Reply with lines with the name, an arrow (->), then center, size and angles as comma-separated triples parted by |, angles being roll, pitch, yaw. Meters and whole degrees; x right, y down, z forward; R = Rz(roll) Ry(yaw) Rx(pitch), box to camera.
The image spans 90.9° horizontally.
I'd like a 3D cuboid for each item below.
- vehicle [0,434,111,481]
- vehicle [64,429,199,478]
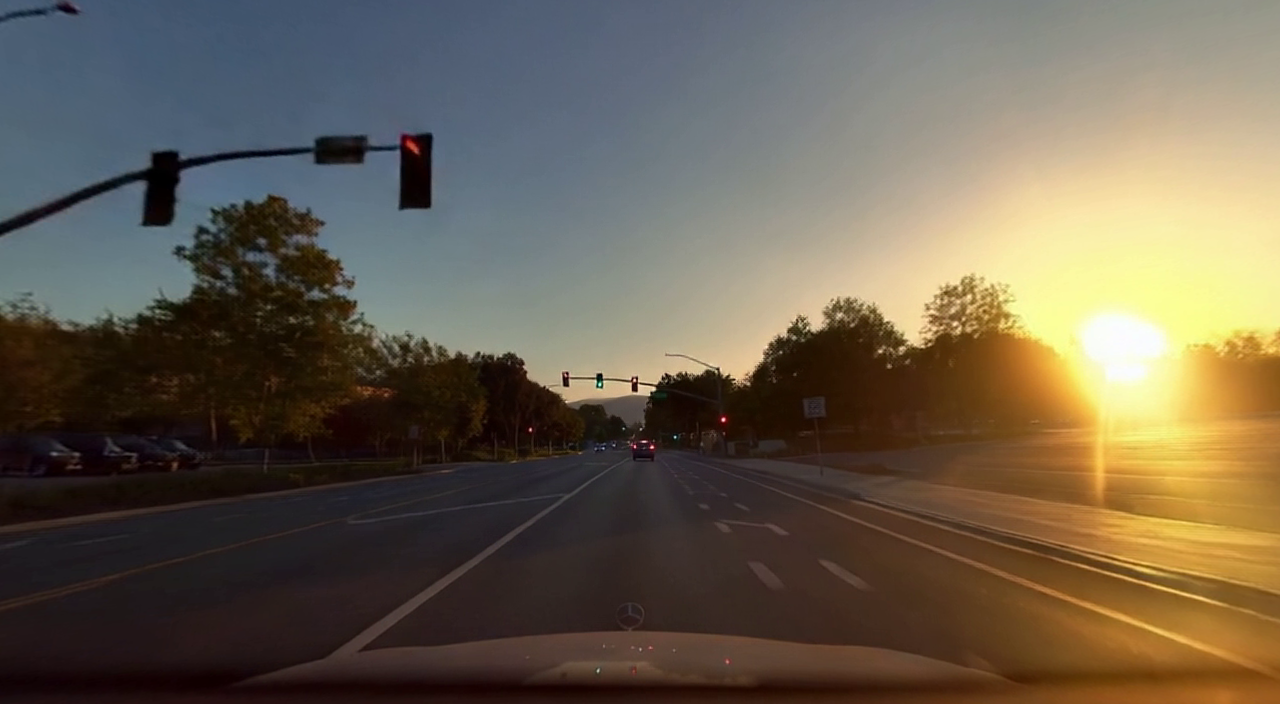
vehicle -> -37.908, 6.607, 39.576 | 7.051, 2.835, 2.287 | 0, -9, -2
vehicle -> -38.489, 7.686, 47.920 | 7.489, 3.516, 2.773 | 0, -9, -4
